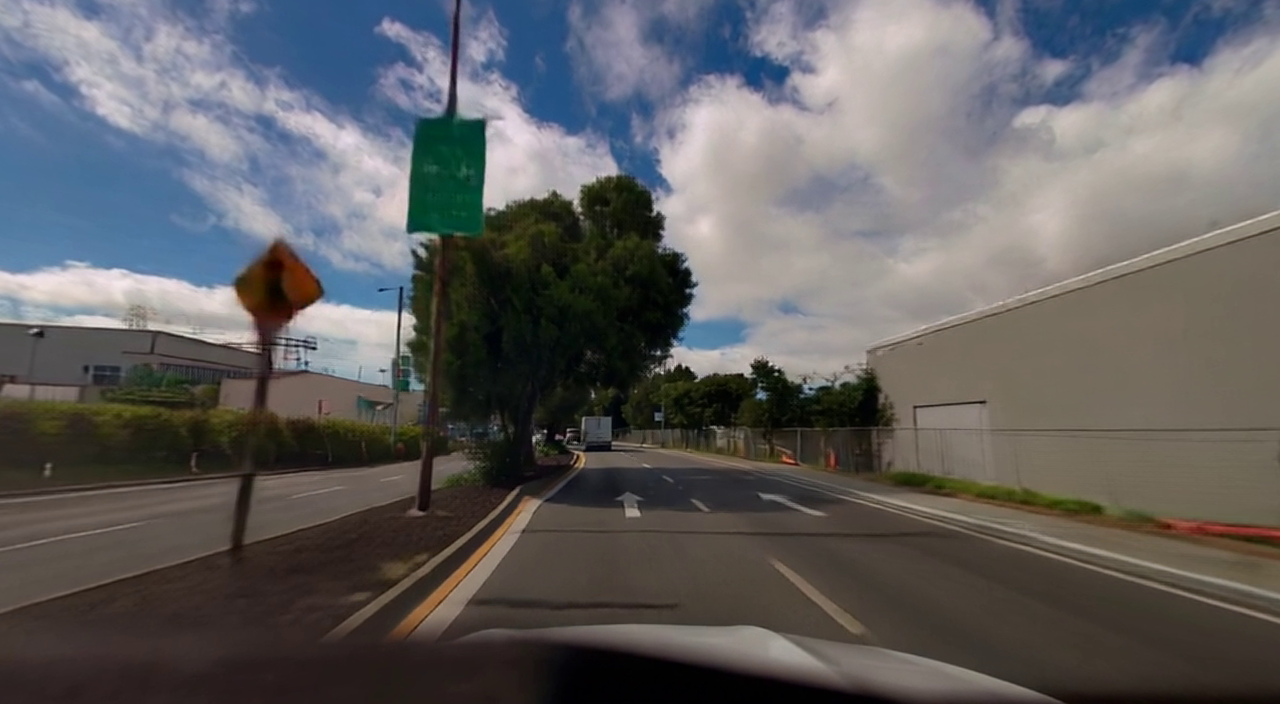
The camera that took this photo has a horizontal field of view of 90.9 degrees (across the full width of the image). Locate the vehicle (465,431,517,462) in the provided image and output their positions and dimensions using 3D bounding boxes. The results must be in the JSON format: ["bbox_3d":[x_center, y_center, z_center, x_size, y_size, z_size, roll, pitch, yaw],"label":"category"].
[{"bbox_3d":[-8.228,5.266,35.189,2.120,1.610,3.917,1,-8,-3],"label":"vehicle"}]
